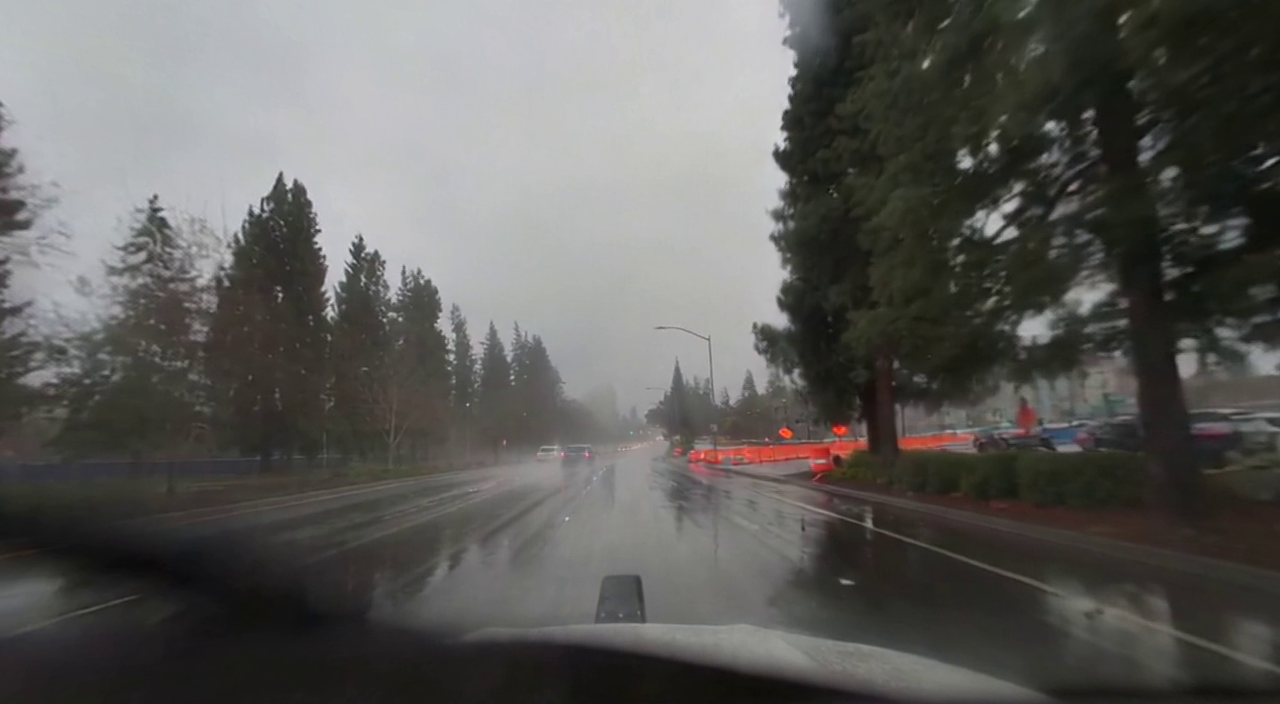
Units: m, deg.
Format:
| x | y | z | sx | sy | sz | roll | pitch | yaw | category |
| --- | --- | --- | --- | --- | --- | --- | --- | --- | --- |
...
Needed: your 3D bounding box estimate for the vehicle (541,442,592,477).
| x | y | z | sx | sy | sz | roll | pitch | yaw | category |
| --- | --- | --- | --- | --- | --- | --- | --- | --- | --- |
| -3.651 | 5.421 | 32.088 | 2.121 | 1.654 | 3.993 | 0 | -8 | 0 | vehicle |
